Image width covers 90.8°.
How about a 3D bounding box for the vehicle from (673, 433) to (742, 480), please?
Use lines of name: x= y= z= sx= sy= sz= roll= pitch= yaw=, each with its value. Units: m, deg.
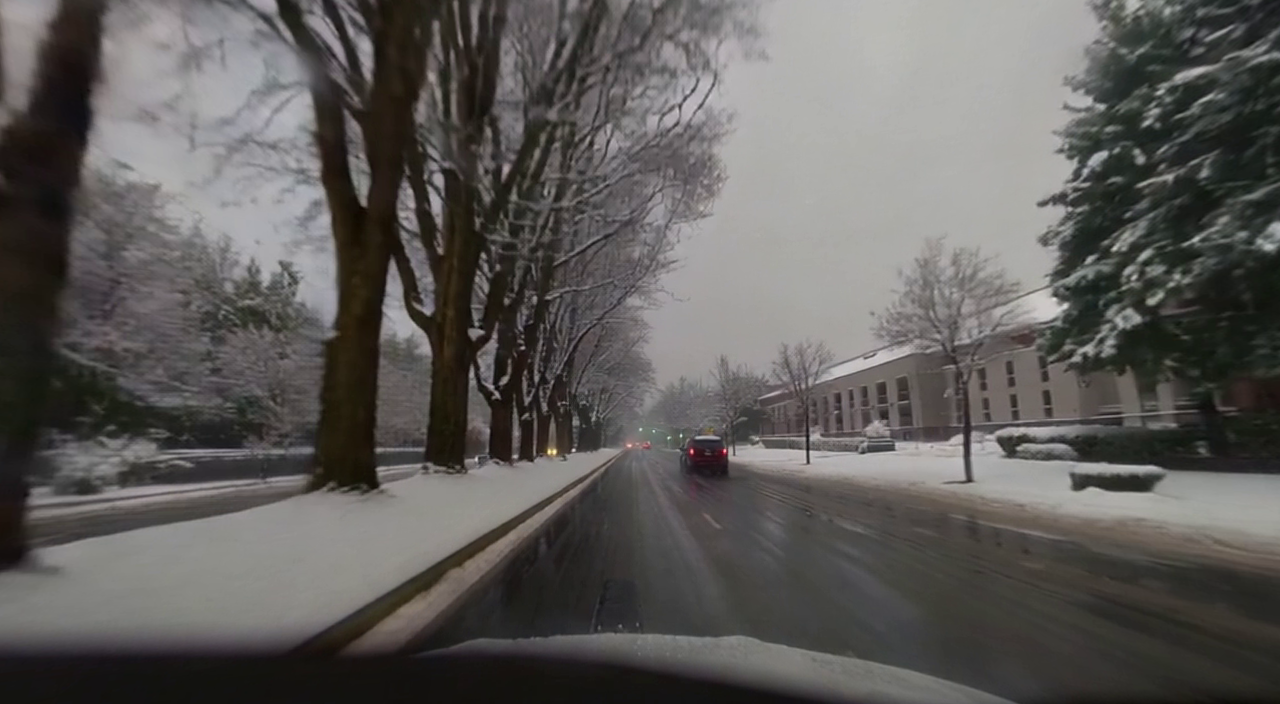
vehicle: x=2.666 y=4.293 z=26.181 sx=2.240 sy=1.740 sz=4.605 roll=0 pitch=-8 yaw=-2
